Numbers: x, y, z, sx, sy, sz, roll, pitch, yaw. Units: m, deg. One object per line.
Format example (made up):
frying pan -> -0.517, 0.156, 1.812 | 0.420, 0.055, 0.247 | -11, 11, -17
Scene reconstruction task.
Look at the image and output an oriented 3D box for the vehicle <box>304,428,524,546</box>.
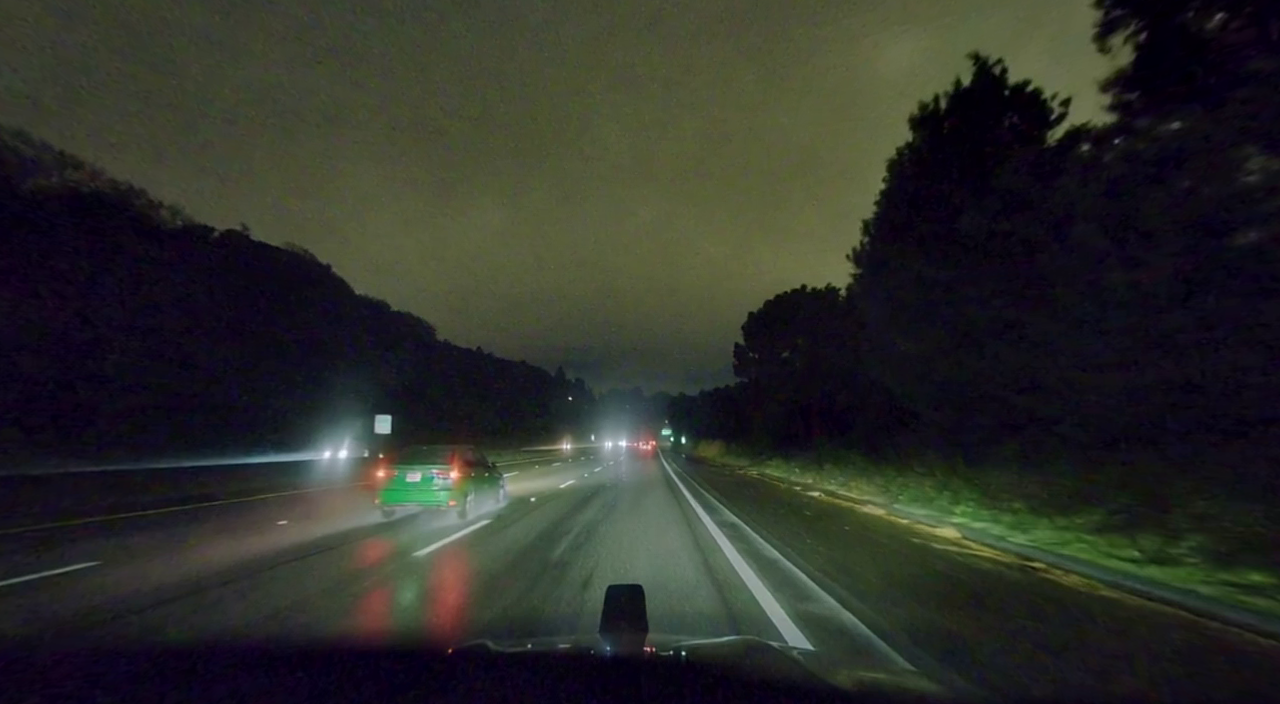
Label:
vehicle -> -3.438, 2.125, 10.682 | 2.015, 1.561, 4.469 | 0, -8, 1
